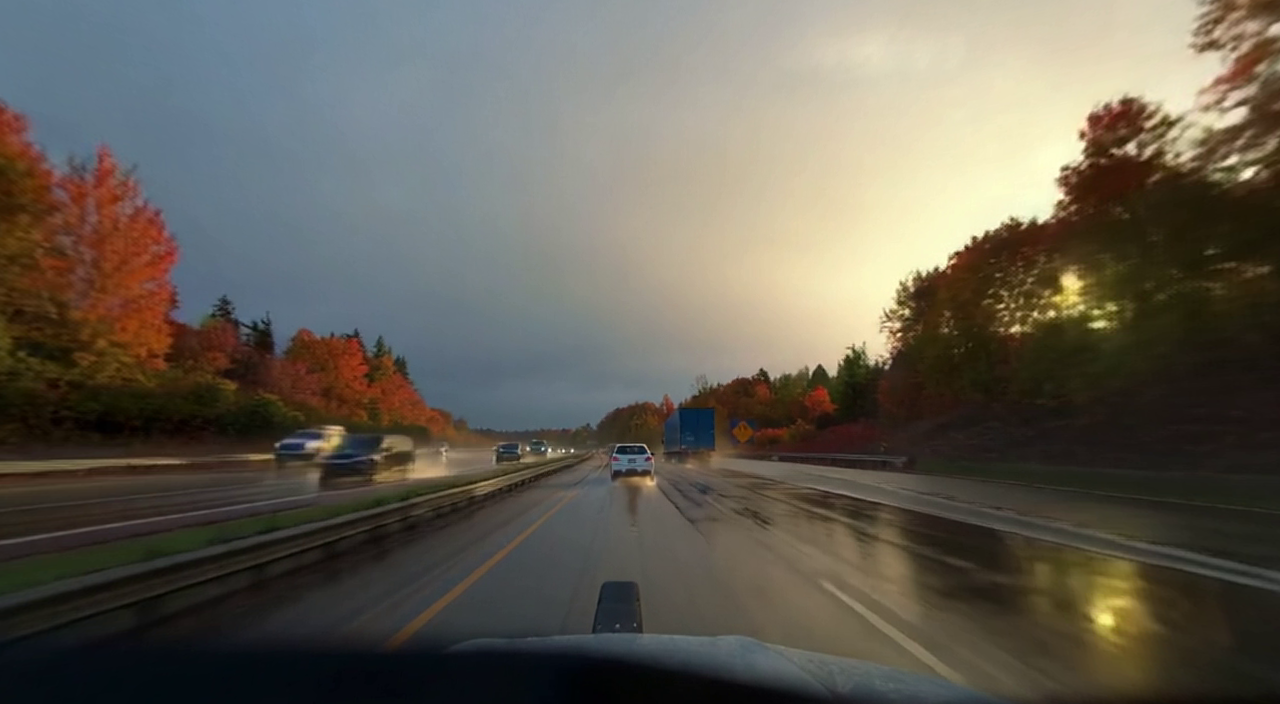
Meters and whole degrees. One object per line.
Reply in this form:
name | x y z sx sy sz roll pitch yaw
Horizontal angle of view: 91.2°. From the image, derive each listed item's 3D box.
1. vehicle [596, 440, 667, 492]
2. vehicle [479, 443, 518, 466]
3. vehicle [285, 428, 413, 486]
vehicle | -0.296 3.709 20.625 2.099 1.506 4.097 0 -9 -1
vehicle | -9.780 7.115 43.661 1.796 1.466 3.929 0 -9 0
vehicle | -8.831 3.247 19.486 1.947 1.565 4.155 0 -9 0
